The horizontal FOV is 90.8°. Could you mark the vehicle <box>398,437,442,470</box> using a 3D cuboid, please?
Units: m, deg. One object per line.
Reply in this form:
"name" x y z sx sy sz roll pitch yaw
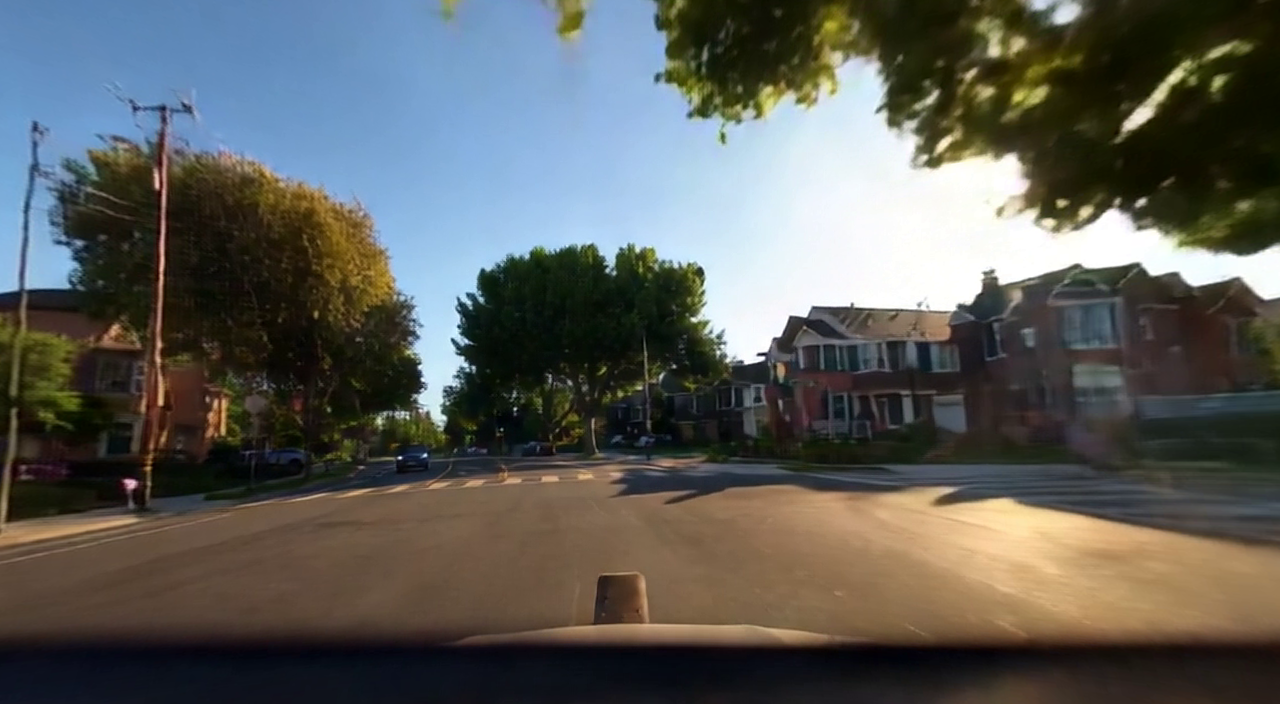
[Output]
"vehicle" -13.346 6.170 38.581 2.247 1.801 4.672 2 -9 -16
